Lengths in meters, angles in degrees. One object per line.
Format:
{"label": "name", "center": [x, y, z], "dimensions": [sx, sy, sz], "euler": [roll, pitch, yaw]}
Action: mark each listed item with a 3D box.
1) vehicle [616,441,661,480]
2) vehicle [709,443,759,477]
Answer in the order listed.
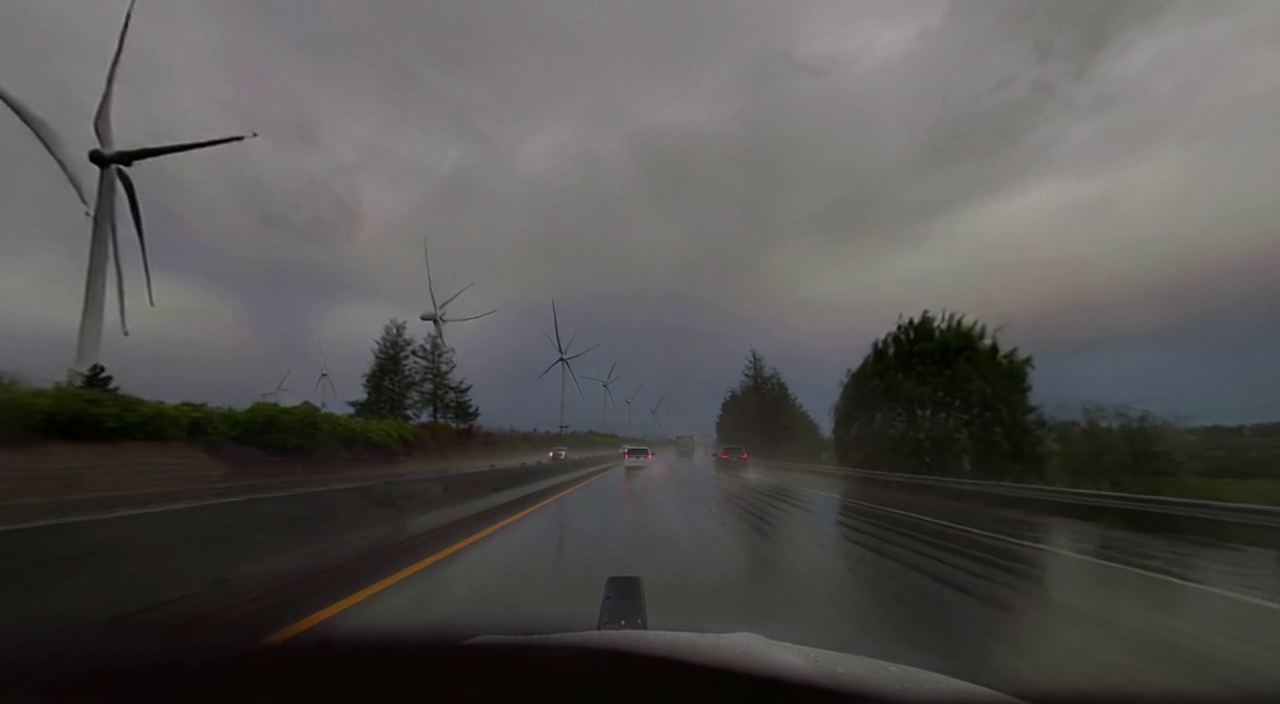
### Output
{"label": "vehicle", "center": [-0.045, 5.194, 30.466], "dimensions": [2.038, 1.723, 4.150], "euler": [0, -9, 0]}
{"label": "vehicle", "center": [5.047, 5.862, 34.434], "dimensions": [2.040, 1.721, 4.507], "euler": [0, -9, 1]}
